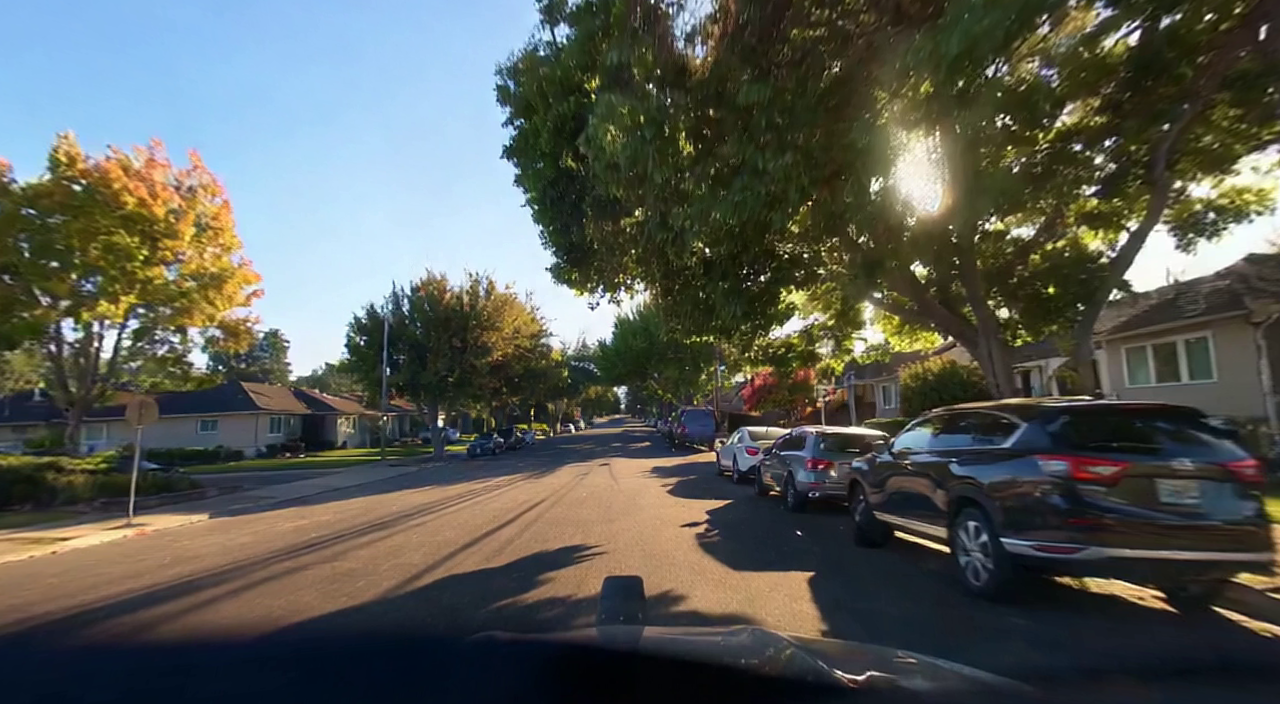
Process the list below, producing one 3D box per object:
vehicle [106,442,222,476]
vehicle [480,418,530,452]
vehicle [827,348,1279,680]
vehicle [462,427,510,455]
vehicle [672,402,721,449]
[{"bbox_3d":[-22.615,5.065,30.256,1.813,1.499,4.321,-1,-8,8],"label":"vehicle"},{"bbox_3d":[-8.610,5.327,40.696,2.163,1.841,4.679,-6,-7,-1],"label":"vehicle"},{"bbox_3d":[3.671,1.248,6.024,2.208,1.863,4.799,0,-8,-1],"label":"vehicle"},{"bbox_3d":[-8.468,4.957,35.105,1.821,1.476,4.060,0,-8,-3],"label":"vehicle"},{"bbox_3d":[3.027,4.139,34.968,2.233,2.453,3.787,0,-8,-2],"label":"vehicle"}]
